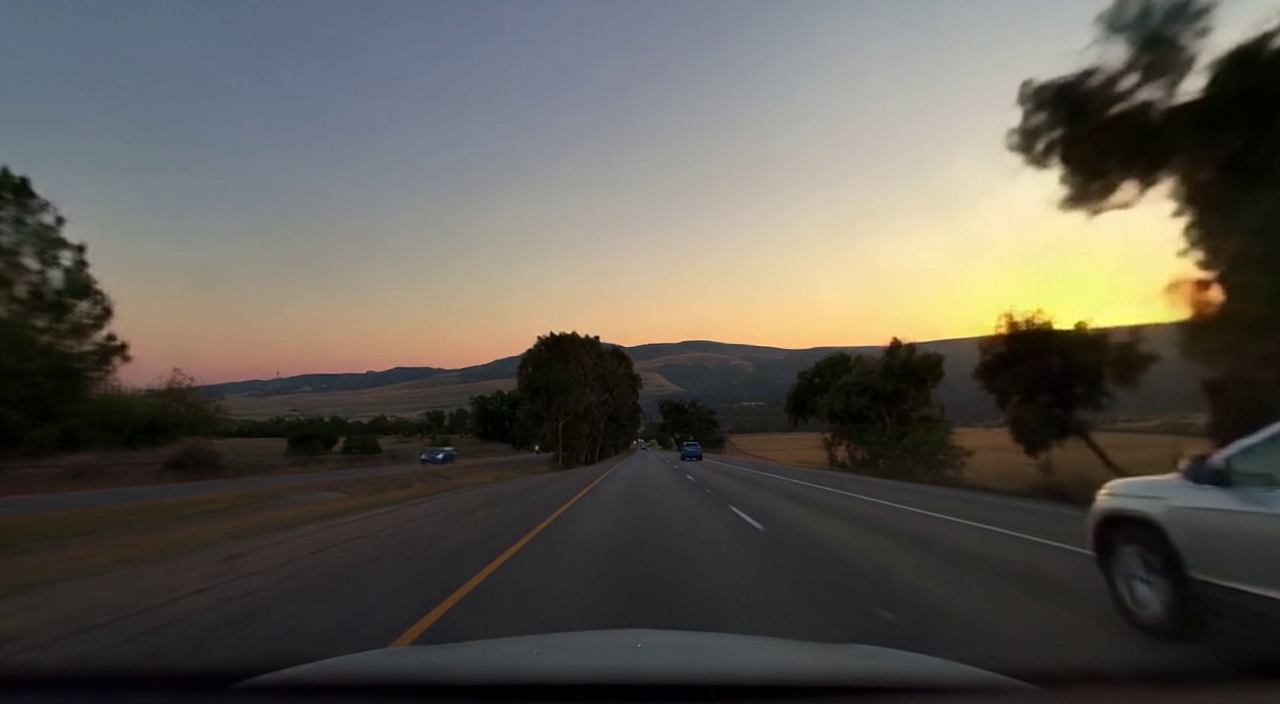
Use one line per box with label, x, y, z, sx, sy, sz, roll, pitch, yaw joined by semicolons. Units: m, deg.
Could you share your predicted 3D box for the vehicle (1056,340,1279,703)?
vehicle;3.936;0.656;1.500;2.070;1.799;5.584;0;-8;0
